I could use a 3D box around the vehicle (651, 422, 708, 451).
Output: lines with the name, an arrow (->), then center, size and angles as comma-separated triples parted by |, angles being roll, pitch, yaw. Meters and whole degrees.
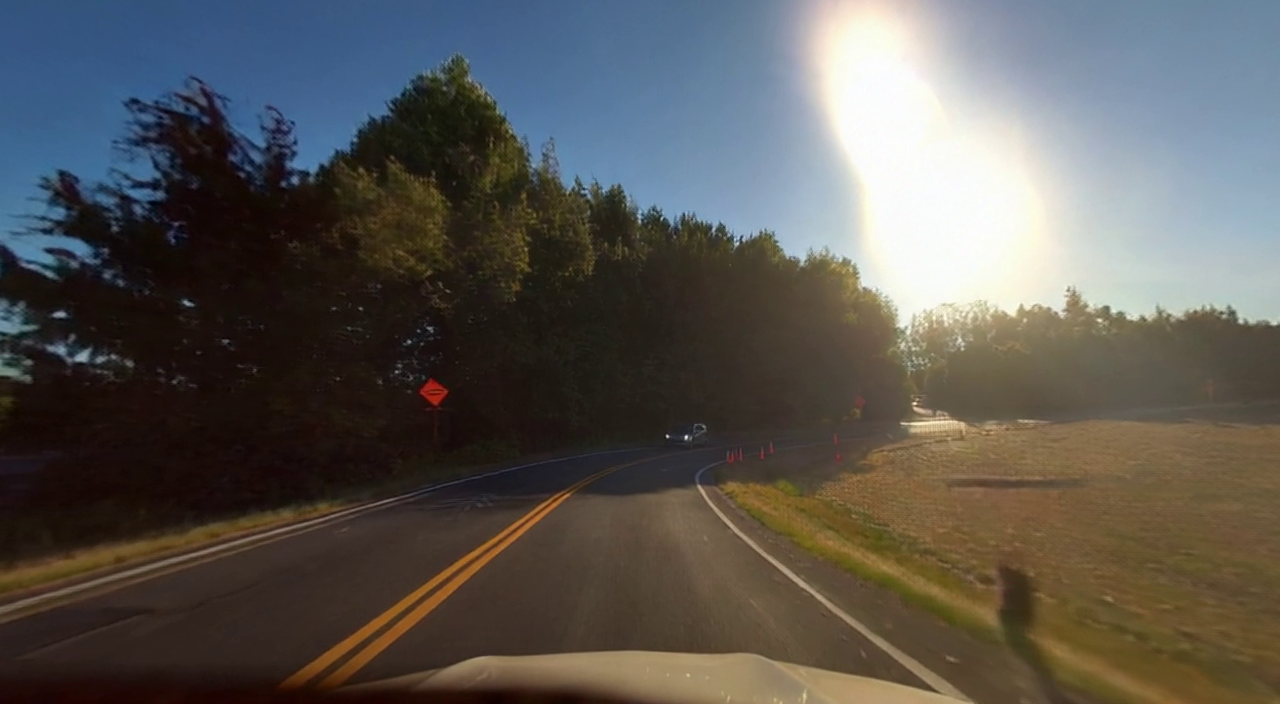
vehicle -> 2.856, 6.032, 44.721 | 2.095, 1.939, 4.857 | -5, -10, 30
